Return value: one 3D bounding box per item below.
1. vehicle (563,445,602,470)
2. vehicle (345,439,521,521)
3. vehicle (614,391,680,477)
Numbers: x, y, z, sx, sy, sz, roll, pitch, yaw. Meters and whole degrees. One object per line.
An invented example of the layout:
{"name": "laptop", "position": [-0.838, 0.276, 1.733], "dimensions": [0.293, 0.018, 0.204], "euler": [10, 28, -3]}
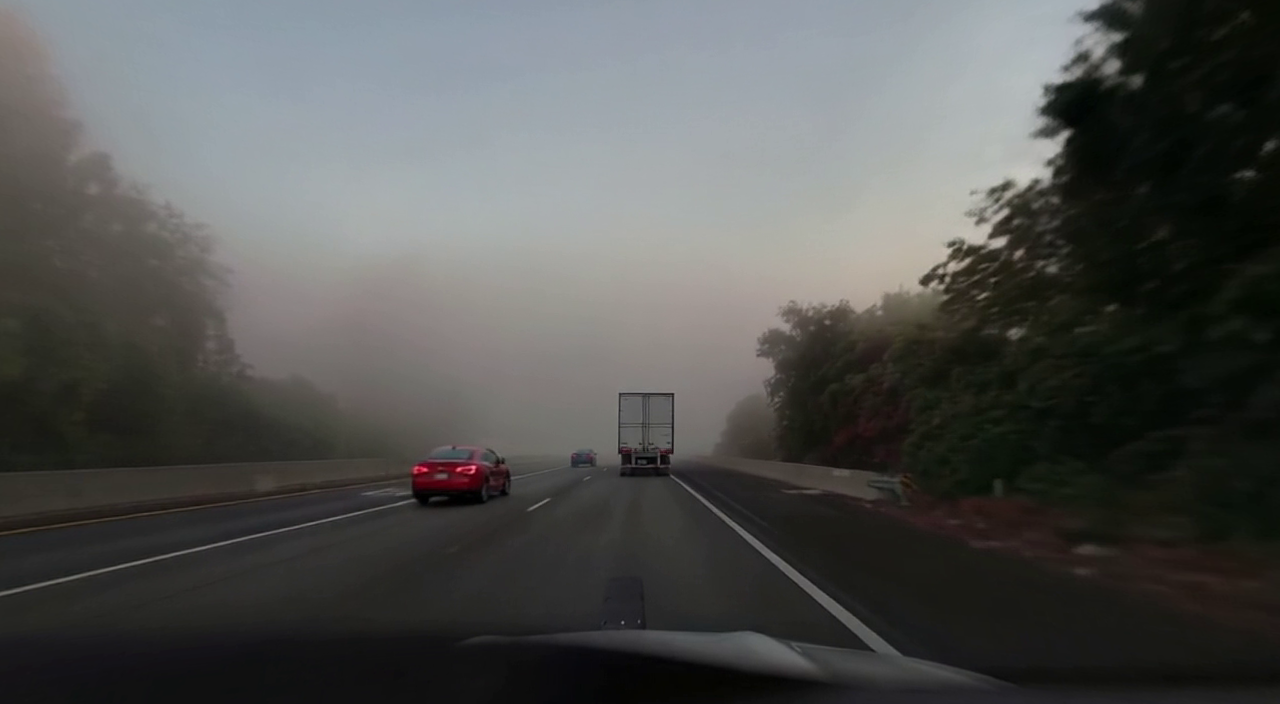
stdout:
{"name": "vehicle", "position": [-3.861, 7.193, 43.108], "dimensions": [2.074, 1.546, 4.946], "euler": [0, -9, 1]}
{"name": "vehicle", "position": [-4.232, 2.724, 13.946], "dimensions": [2.206, 1.478, 4.824], "euler": [-1, -9, 1]}
{"name": "vehicle", "position": [0.240, 4.437, 33.054], "dimensions": [2.959, 3.828, 9.617], "euler": [0, -9, -1]}
